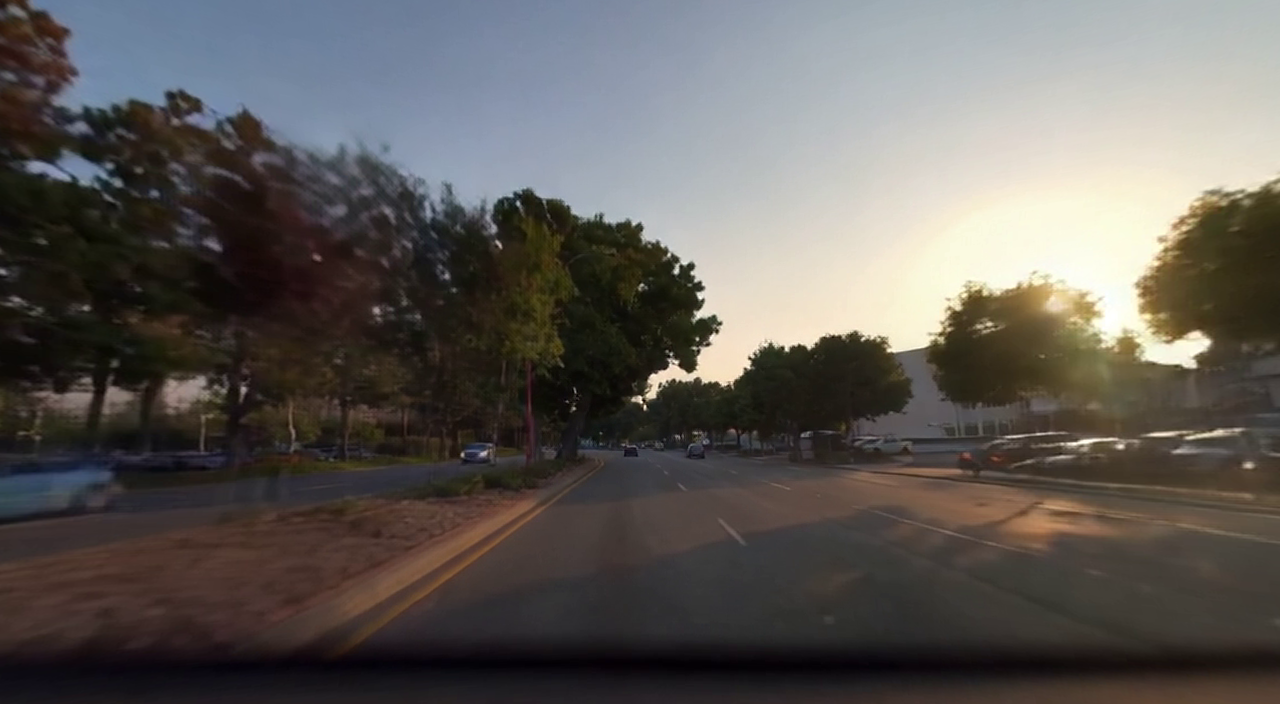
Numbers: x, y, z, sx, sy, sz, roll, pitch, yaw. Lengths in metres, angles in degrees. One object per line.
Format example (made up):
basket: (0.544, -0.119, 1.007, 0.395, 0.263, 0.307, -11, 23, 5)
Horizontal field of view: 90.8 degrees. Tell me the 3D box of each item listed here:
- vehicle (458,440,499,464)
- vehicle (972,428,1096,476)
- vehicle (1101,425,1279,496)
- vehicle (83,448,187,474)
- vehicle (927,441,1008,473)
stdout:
vehicle: (-12.308, 7.643, 48.530, 1.985, 1.715, 4.330, 0, -9, 0)
vehicle: (19.029, 4.828, 30.945, 2.232, 2.008, 5.812, -3, -8, 0)
vehicle: (16.541, 3.079, 18.351, 2.052, 1.749, 5.213, 0, -9, -4)
vehicle: (-30.849, 6.641, 38.702, 4.742, 1.459, 1.867, 0, -8, -1)
vehicle: (16.275, 5.202, 31.649, 1.892, 1.421, 4.556, -2, -8, 5)
